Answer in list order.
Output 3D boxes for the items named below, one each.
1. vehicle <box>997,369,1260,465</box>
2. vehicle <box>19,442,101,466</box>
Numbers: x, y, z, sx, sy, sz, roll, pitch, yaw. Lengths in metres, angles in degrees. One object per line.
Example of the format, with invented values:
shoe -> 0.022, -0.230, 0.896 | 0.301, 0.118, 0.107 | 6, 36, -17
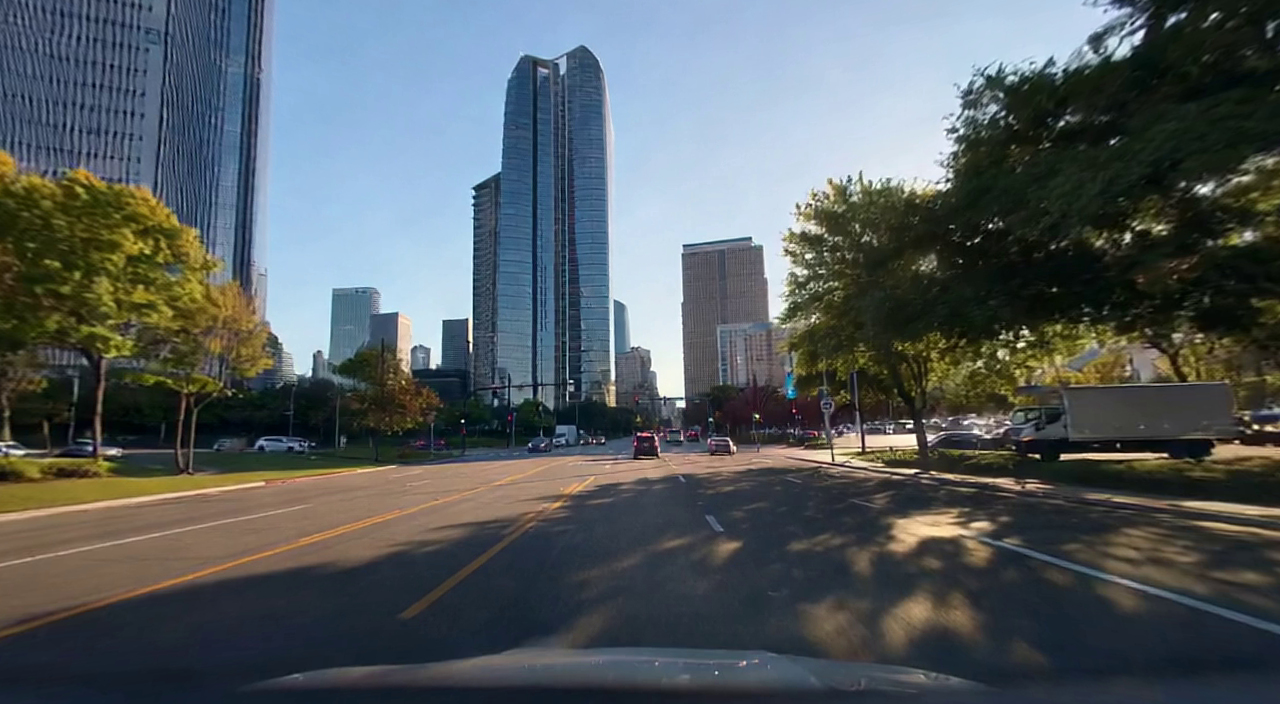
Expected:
vehicle -> 18.942, 2.583, 24.764 | 7.796, 3.467, 2.793 | -1, -8, 0
vehicle -> -38.956, 6.832, 42.216 | 3.756, 1.484, 1.747 | -1, -8, -1
